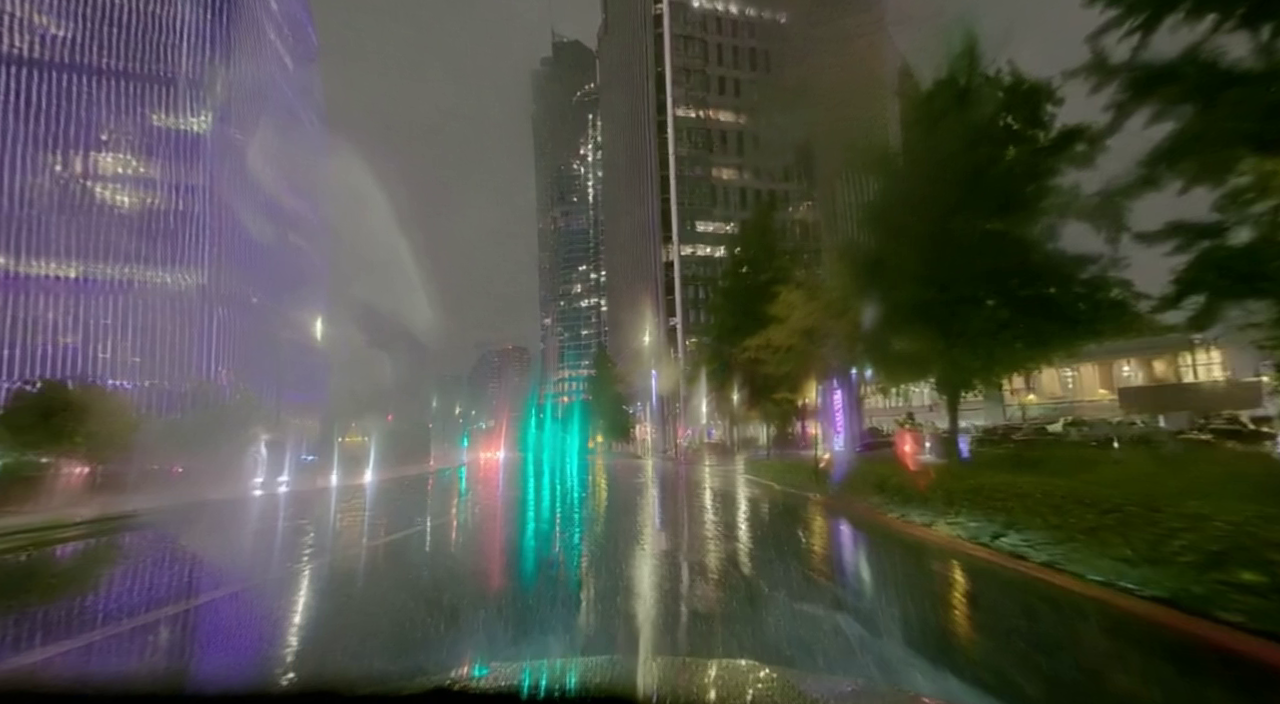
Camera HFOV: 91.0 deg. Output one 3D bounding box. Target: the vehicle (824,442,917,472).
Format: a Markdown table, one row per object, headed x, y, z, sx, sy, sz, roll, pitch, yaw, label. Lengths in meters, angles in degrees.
| x | y | z | sx | sy | sz | roll | pitch | yaw | label |
| --- | --- | --- | --- | --- | --- | --- | --- | --- | --- |
| 13.665 | 6.243 | 37.556 | 4.728 | 1.696 | 1.973 | 0 | -8 | 3 | vehicle |

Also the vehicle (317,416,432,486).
| x | y | z | sx | sy | sz | roll | pitch | yaw | label |
| --- | --- | --- | --- | --- | --- | --- | --- | --- | --- |
| -15.689 | 6.012 | 38.411 | 3.052 | 3.601 | 10.794 | 1 | -9 | -5 | vehicle |
